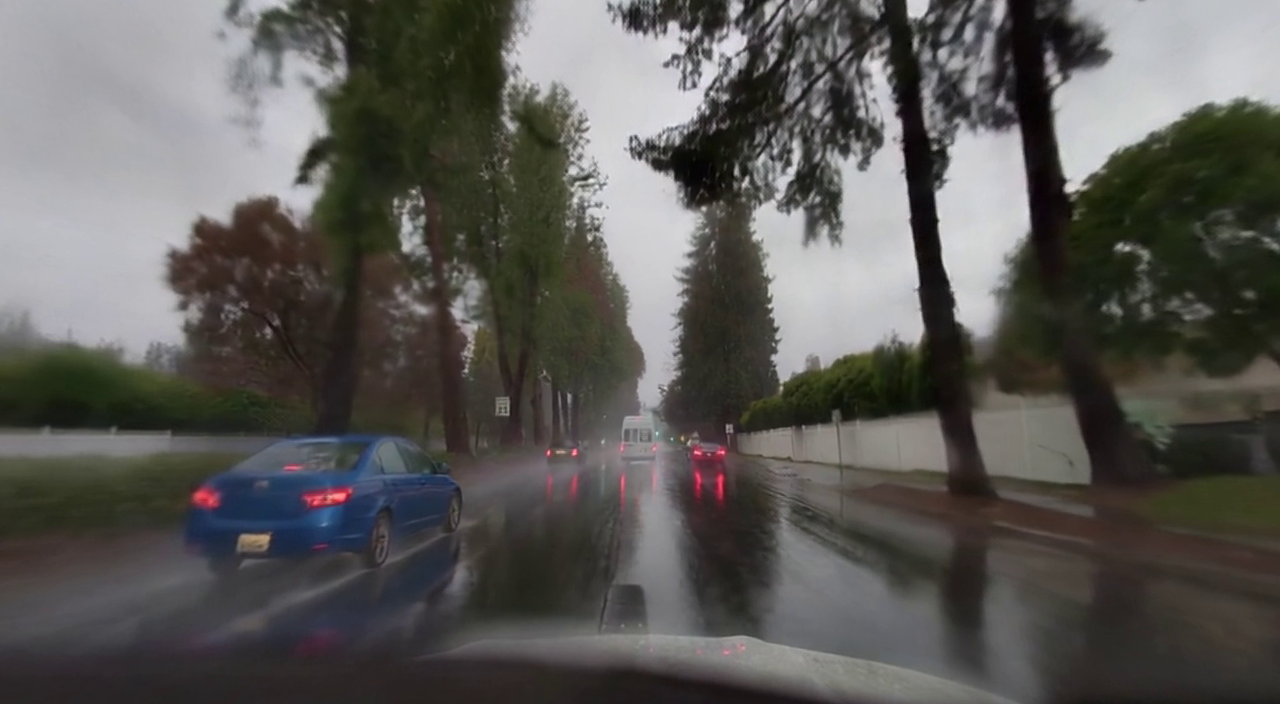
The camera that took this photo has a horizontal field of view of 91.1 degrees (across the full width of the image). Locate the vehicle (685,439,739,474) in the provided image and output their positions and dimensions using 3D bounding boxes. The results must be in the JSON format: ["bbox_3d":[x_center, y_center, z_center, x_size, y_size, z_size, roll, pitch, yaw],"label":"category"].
[{"bbox_3d":[3.259,4.823,29.291,1.945,1.469,4.258,0,-8,-1],"label":"vehicle"}]

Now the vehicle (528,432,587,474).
[{"bbox_3d":[-3.593,4.503,28.242,2.021,1.715,4.329,0,-8,1],"label":"vehicle"}]

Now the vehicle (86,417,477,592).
[{"bbox_3d":[-3.675,1.633,7.737,2.036,1.474,4.647,0,-8,0],"label":"vehicle"}]

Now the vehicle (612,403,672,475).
[{"bbox_3d":[-0.010,3.763,27.090,2.311,2.726,5.814,1,-8,-2],"label":"vehicle"}]
